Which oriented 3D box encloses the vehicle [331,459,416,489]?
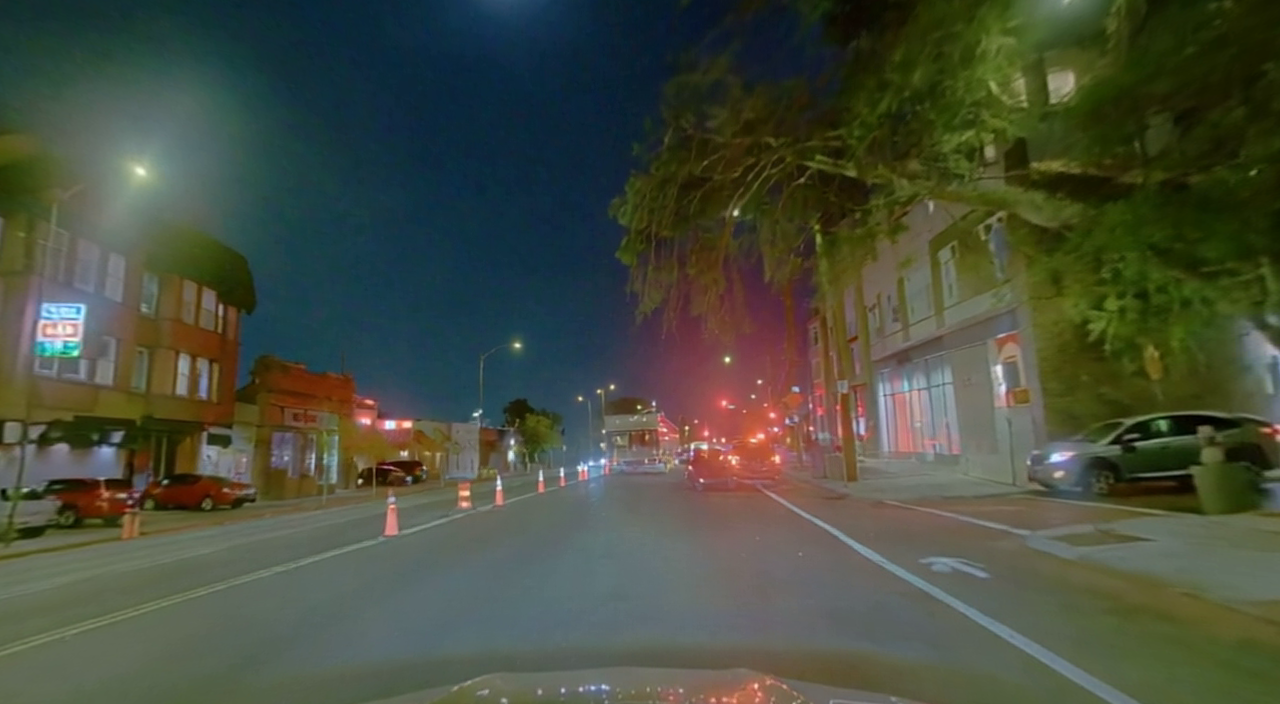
[{"bbox_3d":[-16.562,7.573,39.324,4.397,1.698,1.932,-1,-9,8],"label":"vehicle"}]

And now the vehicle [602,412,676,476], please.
[{"bbox_3d":[0.299,5.775,39.493,2.977,3.271,12.748,-1,-9,7],"label":"vehicle"}]

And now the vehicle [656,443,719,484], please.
[{"bbox_3d":[1.802,4.463,25.514,2.159,1.506,4.086,0,-9,-1],"label":"vehicle"}]

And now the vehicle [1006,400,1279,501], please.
[{"bbox_3d":[10.881,2.057,13.263,4.859,1.914,2.333,0,-9,1],"label":"vehicle"}]

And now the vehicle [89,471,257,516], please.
[{"bbox_3d":[-17.804,5.369,24.225,4.952,1.510,2.115,-1,-9,6],"label":"vehicle"}]
